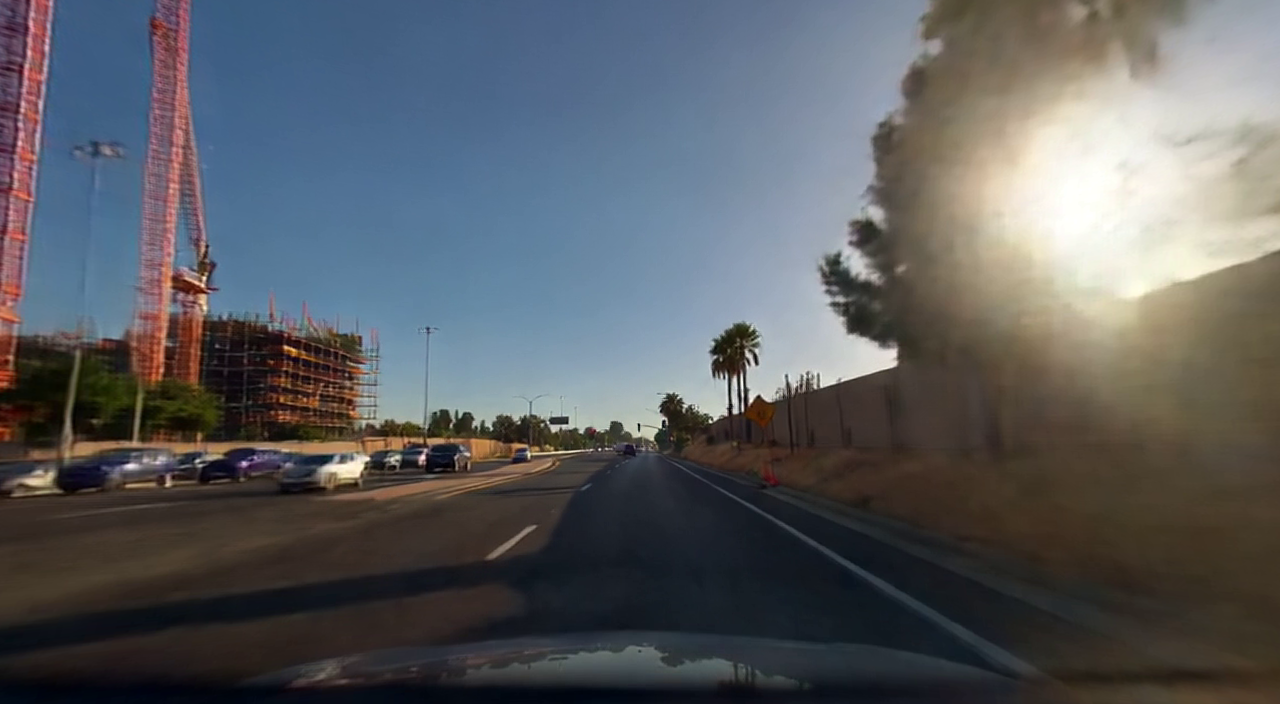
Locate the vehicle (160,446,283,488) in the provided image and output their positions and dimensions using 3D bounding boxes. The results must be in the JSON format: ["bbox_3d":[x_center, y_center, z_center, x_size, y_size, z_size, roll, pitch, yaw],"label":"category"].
[{"bbox_3d":[-19.459,5.327,29.645,2.378,1.783,4.912,0,-9,0],"label":"vehicle"}]

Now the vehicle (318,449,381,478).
[{"bbox_3d":[-19.234,7.355,41.985,1.985,1.625,4.749,-2,-7,-1],"label":"vehicle"}]

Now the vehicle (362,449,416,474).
[{"bbox_3d":[-19.255,8.398,48.657,1.956,1.659,5.546,-2,-8,0],"label":"vehicle"}]

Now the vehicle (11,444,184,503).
[{"bbox_3d":[-19.540,4.340,23.070,2.105,1.805,4.641,-3,-8,2],"label":"vehicle"}]

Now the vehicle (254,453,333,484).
[{"bbox_3d":[-19.274,6.472,35.335,1.836,1.418,4.956,-2,-7,-2],"label":"vehicle"}]
